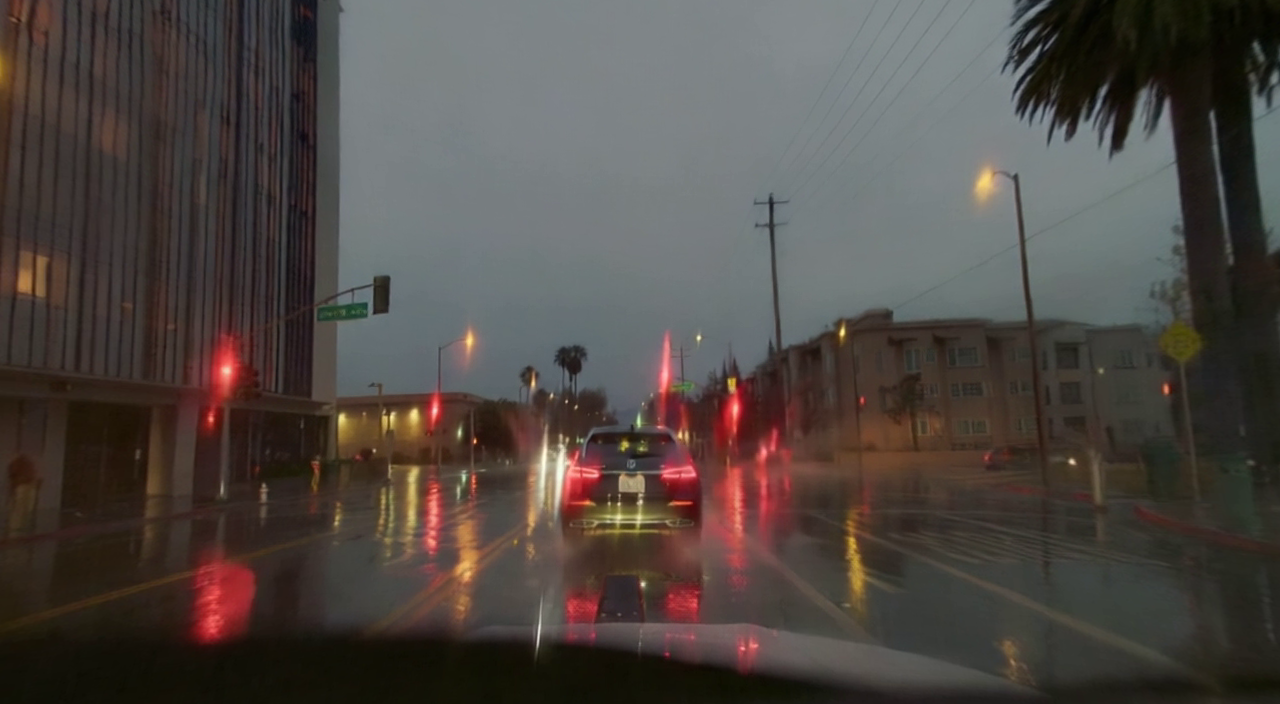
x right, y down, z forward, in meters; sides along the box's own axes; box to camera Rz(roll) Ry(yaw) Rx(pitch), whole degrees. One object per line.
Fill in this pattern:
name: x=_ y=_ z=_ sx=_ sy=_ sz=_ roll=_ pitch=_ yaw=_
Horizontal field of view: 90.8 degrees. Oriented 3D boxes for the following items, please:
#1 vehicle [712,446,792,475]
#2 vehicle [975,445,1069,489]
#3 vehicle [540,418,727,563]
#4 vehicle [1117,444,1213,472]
vehicle: x=6.952 y=6.728 z=39.439 sx=4.494 sy=1.704 sz=1.976 roll=-7 pitch=-11 yaw=39
vehicle: x=15.300 y=4.512 z=25.215 sx=4.118 sy=1.593 sz=2.004 roll=7 pitch=-11 yaw=-42
vehicle: x=-0.084 y=1.878 z=9.224 sx=2.144 sy=1.643 sz=3.770 roll=0 pitch=-8 yaw=0
vehicle: x=32.152 y=6.470 z=38.773 sx=4.234 sy=1.613 sz=1.812 roll=0 pitch=-8 yaw=-1
